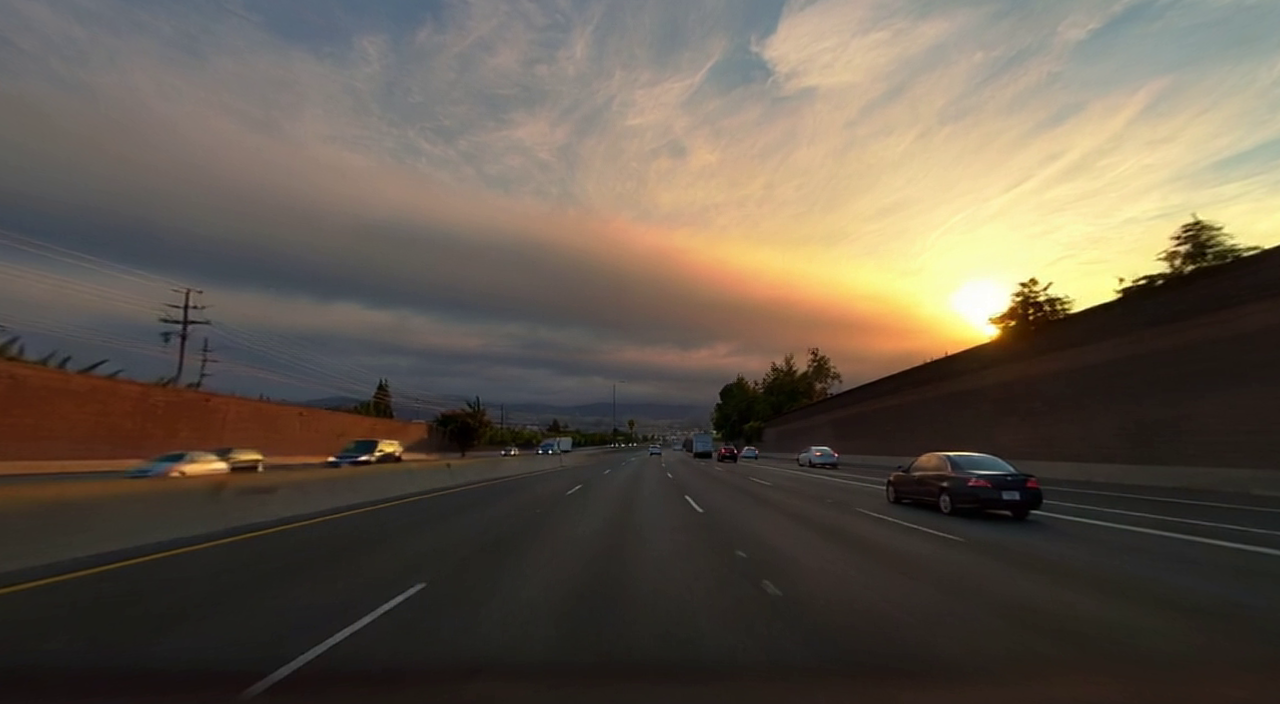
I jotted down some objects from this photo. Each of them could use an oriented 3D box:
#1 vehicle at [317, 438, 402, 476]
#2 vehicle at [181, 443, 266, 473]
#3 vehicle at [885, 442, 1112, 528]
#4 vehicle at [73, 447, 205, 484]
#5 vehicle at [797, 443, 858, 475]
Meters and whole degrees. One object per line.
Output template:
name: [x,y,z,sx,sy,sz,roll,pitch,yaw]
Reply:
vehicle: [-15.018,5.652,34.237,2.175,1.897,5.074,0,-9,1]
vehicle: [-25.606,6.517,39.075,2.010,1.692,4.699,0,-9,1]
vehicle: [7.169,2.674,13.374,2.047,1.479,4.593,0,-9,-1]
vehicle: [-21.658,4.892,27.617,1.904,1.444,4.665,0,-9,1]
vehicle: [10.958,6.256,37.215,2.151,1.734,4.519,0,-9,0]
